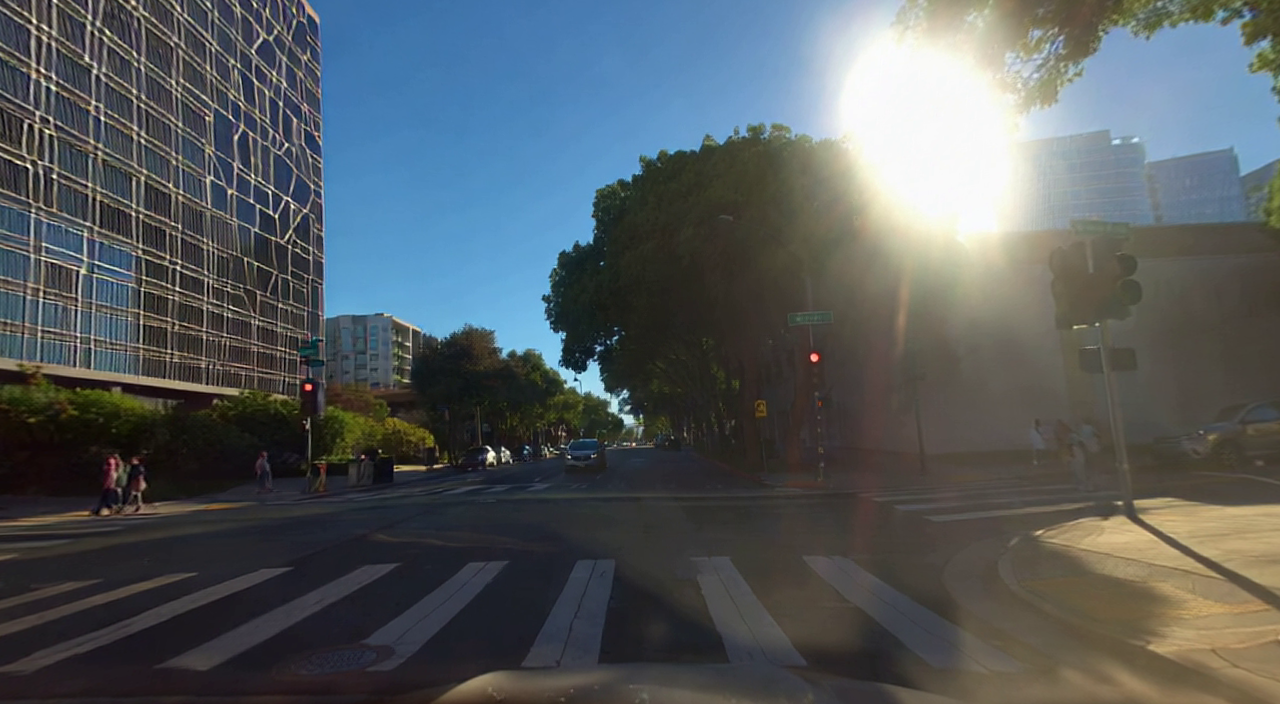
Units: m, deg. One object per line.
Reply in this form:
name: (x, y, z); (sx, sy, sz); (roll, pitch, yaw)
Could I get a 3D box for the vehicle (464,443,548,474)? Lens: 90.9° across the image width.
vehicle: (-8.011, 6.372, 38.012); (4.526, 1.726, 1.963); (8, -12, -44)

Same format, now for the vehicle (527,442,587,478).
vehicle: (-3.649, 4.824, 28.535); (1.989, 1.481, 4.500); (0, -8, 1)

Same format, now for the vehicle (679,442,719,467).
vehicle: (3.558, 6.279, 38.863); (1.853, 1.426, 4.160); (1, -8, -3)
